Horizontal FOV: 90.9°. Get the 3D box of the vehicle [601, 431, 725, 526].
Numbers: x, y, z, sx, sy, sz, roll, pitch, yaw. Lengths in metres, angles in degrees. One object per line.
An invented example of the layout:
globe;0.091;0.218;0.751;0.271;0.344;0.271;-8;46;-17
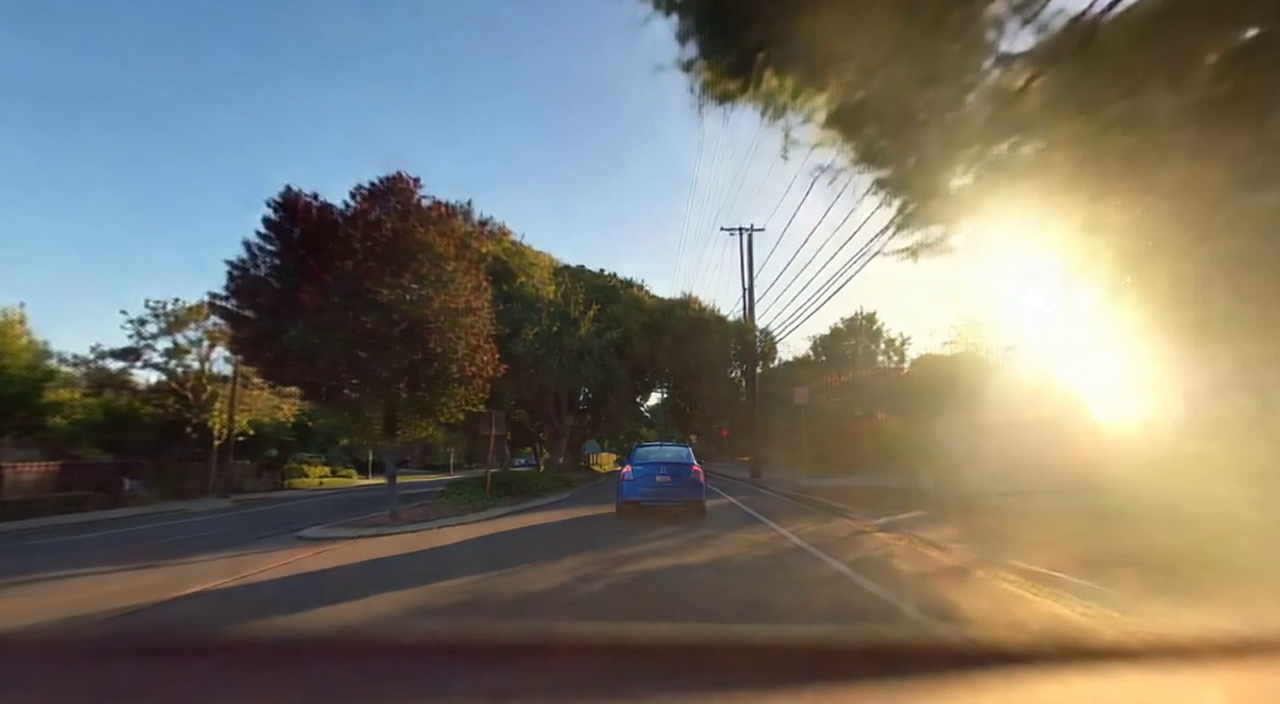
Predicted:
vehicle;0.408;2.573;13.344;2.200;1.653;4.127;0;-9;0
